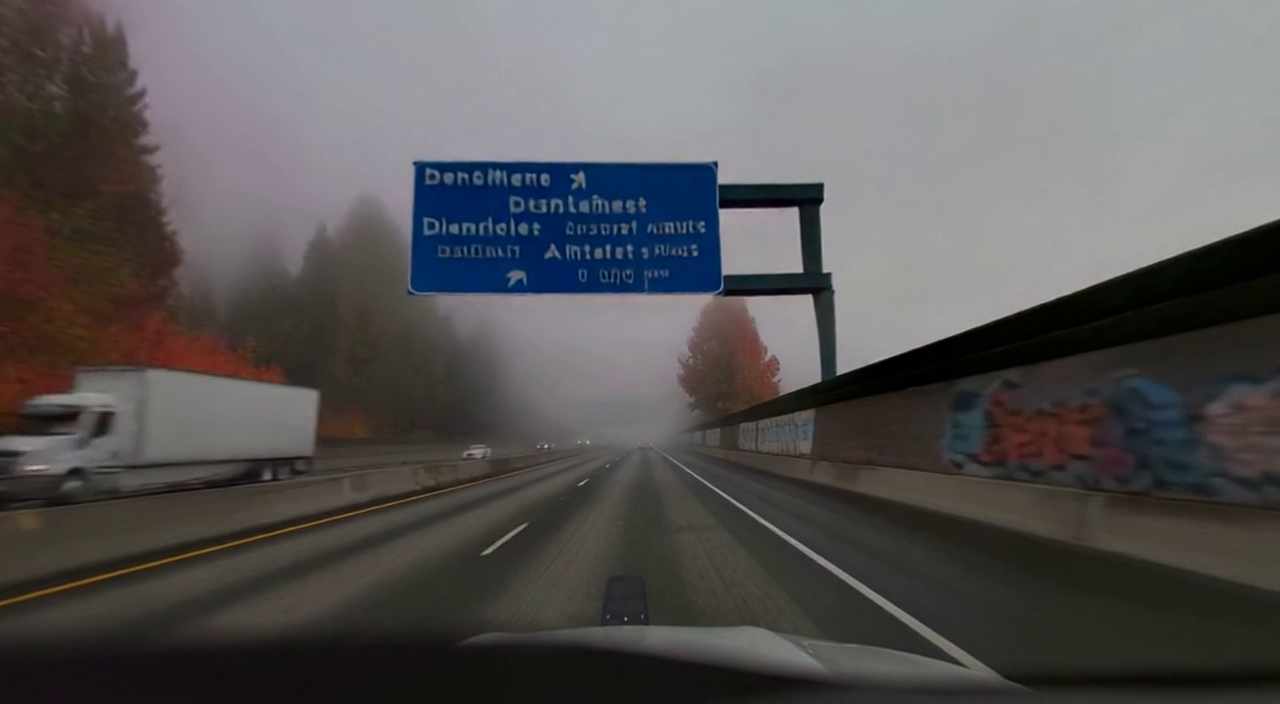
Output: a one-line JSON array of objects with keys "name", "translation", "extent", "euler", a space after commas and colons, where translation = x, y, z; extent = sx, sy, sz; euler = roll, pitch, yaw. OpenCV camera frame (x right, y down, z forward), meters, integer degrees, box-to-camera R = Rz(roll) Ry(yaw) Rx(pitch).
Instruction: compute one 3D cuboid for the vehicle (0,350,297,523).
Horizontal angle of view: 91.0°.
[{"name": "vehicle", "translation": [-14.689, 2.556, 18.927], "extent": [2.975, 3.820, 9.856], "euler": [0, -8, 1]}]
